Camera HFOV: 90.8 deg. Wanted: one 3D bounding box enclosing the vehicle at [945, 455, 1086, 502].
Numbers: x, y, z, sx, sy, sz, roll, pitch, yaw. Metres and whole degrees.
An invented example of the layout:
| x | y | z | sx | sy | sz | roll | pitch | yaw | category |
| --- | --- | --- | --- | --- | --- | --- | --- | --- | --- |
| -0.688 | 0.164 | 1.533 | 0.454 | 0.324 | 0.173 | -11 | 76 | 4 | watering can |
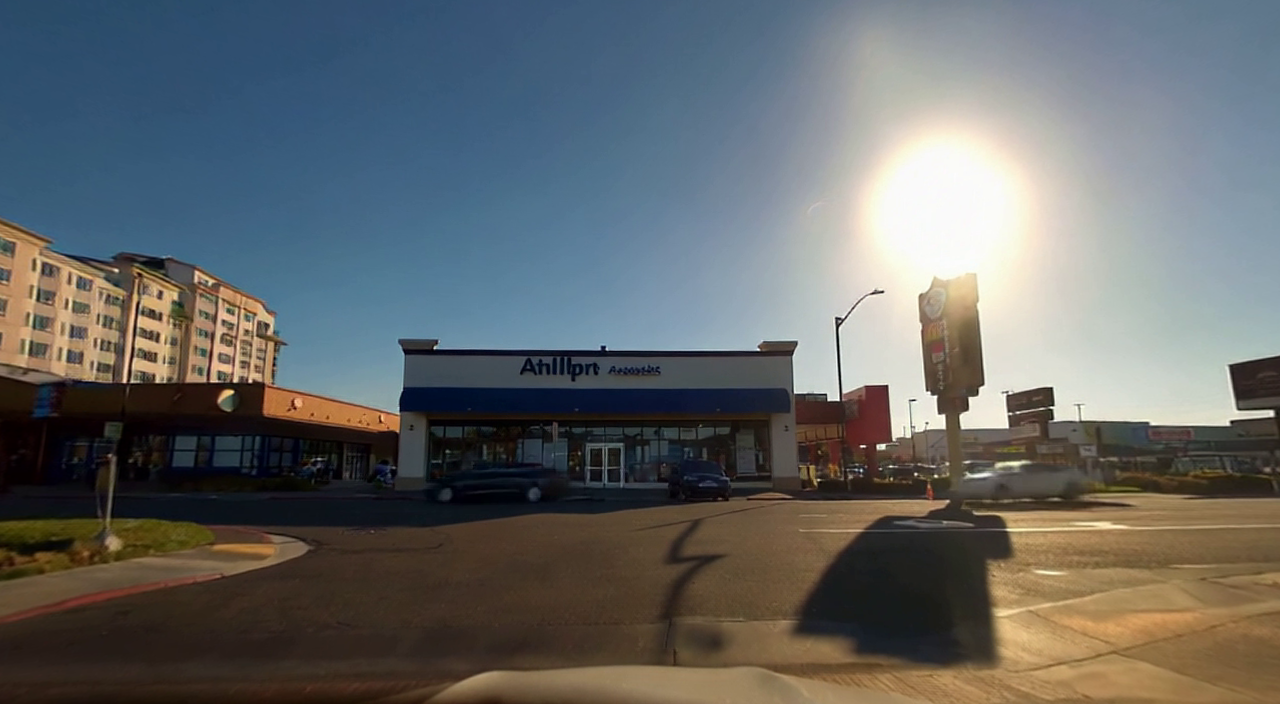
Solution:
| x | y | z | sx | sy | sz | roll | pitch | yaw | category |
| --- | --- | --- | --- | --- | --- | --- | --- | --- | --- |
| 13.784 | 4.623 | 23.342 | 4.073 | 1.609 | 1.813 | 1 | -9 | -4 | vehicle |

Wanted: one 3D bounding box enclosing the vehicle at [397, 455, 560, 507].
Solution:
| x | y | z | sx | sy | sz | roll | pitch | yaw | category |
| --- | --- | --- | --- | --- | --- | --- | --- | --- | --- |
| -4.847 | 3.945 | 19.601 | 4.661 | 1.478 | 1.878 | 1 | -9 | -7 | vehicle |

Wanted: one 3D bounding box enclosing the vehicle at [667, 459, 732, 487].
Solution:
| x | y | z | sx | sy | sz | roll | pitch | yaw | category |
| --- | --- | --- | --- | --- | --- | --- | --- | --- | --- |
| 3.610 | 7.495 | 39.404 | 1.812 | 1.468 | 4.519 | 5 | -10 | -28 | vehicle |

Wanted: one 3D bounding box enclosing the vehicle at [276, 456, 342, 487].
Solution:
| x | y | z | sx | sy | sz | roll | pitch | yaw | category |
| --- | --- | --- | --- | --- | --- | --- | --- | --- | --- |
| -20.006 | 7.162 | 38.089 | 4.596 | 1.680 | 1.936 | -7 | -11 | 41 | vehicle |

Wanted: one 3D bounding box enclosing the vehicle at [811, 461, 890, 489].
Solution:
| x | y | z | sx | sy | sz | roll | pitch | yaw | category |
| --- | --- | --- | --- | --- | --- | --- | --- | --- | --- |
| 12.997 | 7.581 | 39.230 | 1.791 | 1.453 | 4.593 | 5 | -10 | -29 | vehicle |
